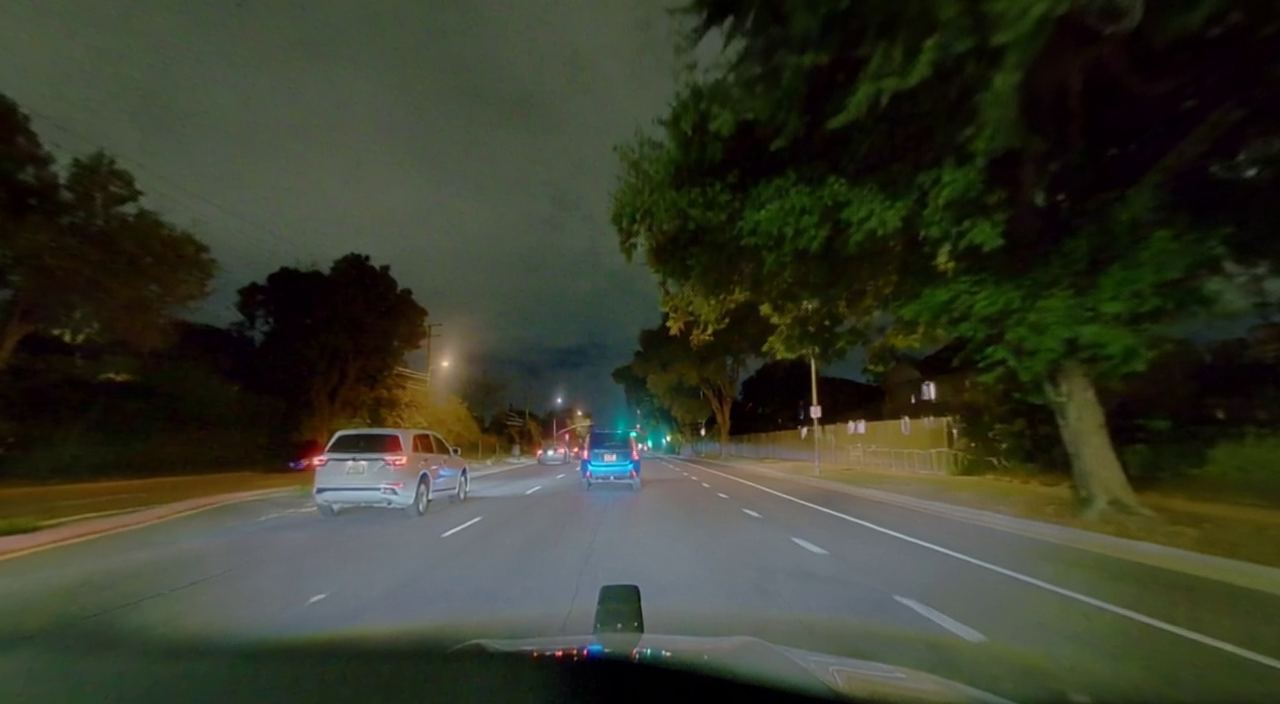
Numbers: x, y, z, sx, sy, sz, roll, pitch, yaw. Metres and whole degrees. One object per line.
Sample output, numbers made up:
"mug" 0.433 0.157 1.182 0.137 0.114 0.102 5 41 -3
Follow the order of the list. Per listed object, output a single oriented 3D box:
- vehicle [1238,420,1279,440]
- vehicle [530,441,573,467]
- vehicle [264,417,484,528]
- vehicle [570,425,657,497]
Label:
"vehicle" 49.129 6.153 49.509 1.968 1.502 4.125 -4 -9 25
"vehicle" -5.374 6.298 39.080 2.014 1.493 4.658 0 -8 0
"vehicle" -4.742 2.218 12.262 2.243 1.722 4.621 0 -8 0
"vehicle" -0.681 3.017 17.785 2.131 1.761 4.242 0 -8 -1
